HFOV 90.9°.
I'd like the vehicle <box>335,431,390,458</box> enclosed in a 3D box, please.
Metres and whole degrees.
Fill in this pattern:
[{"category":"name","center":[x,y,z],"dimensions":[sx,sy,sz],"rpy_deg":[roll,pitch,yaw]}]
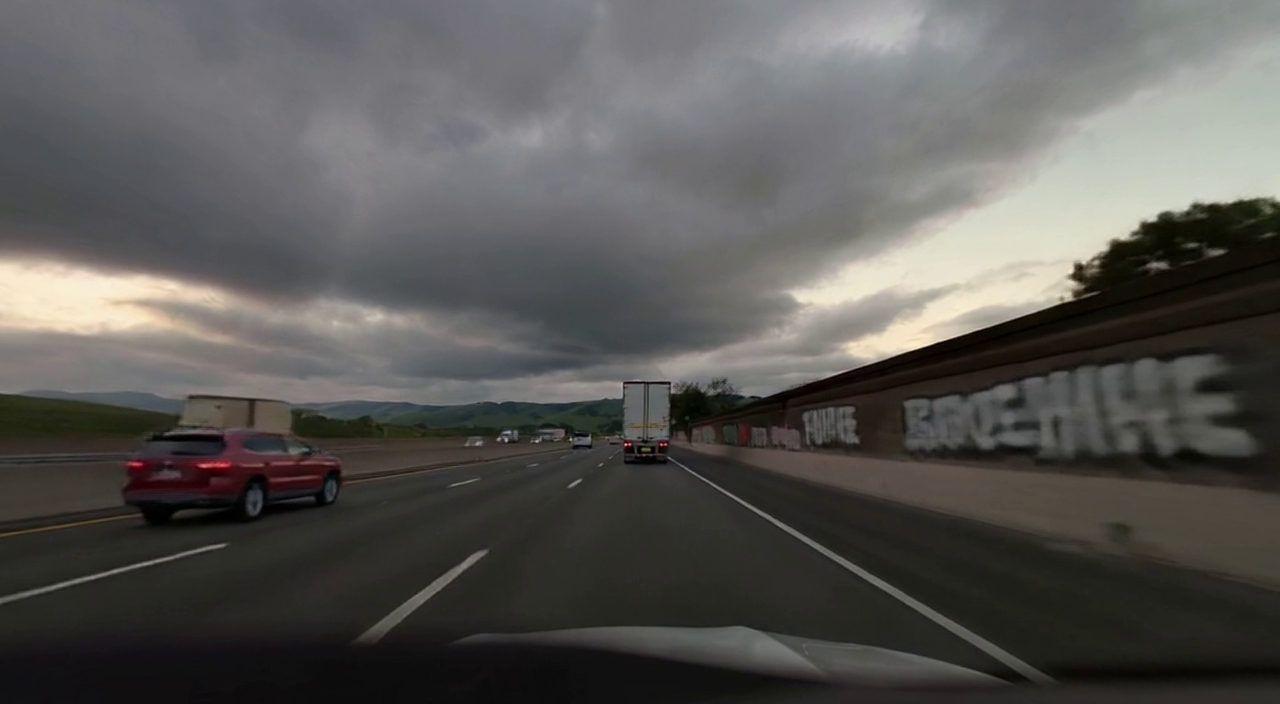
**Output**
[{"category":"vehicle","center":[-14.761,4.929,33.698],"dimensions":[1.516,1.328,3.122],"rpy_deg":[0,-8,0]}]

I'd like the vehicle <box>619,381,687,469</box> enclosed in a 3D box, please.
[{"category":"vehicle","center":[0.402,3.885,32.513],"dimensions":[2.921,3.765,10.773],"rpy_deg":[0,-8,-2]}]

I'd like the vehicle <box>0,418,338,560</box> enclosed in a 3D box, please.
[{"category":"vehicle","center":[-6.546,1.815,9.216],"dimensions":[1.982,1.535,4.519],"rpy_deg":[0,-8,0]}]
